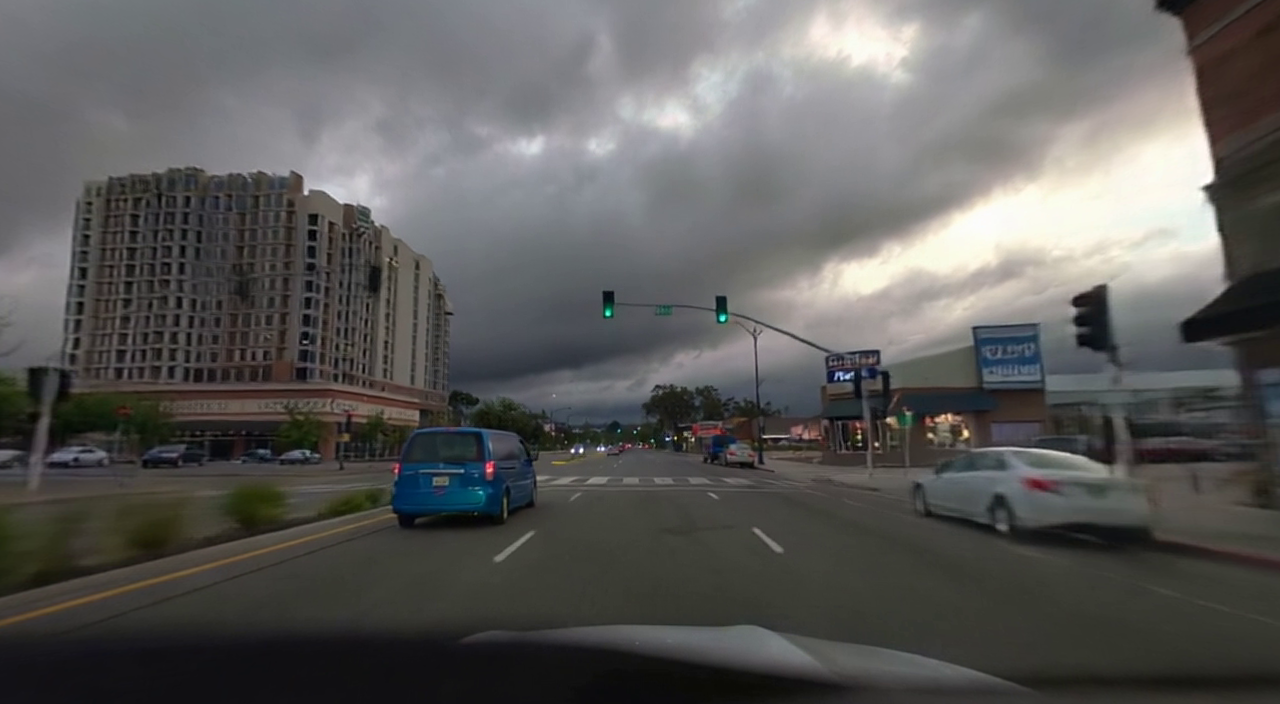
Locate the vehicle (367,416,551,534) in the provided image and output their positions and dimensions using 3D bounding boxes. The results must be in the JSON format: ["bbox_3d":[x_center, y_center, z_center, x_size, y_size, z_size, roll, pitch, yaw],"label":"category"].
[{"bbox_3d":[-2.944,2.098,11.210,2.080,1.722,3.766,0,-8,1],"label":"vehicle"}]

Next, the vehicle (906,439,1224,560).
[{"bbox_3d":[6.485,2.246,10.498,1.967,1.534,4.683,0,-8,-1],"label":"vehicle"}]

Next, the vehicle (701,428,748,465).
[{"bbox_3d":[6.189,7.042,47.005,2.642,2.582,6.157,0,-8,0],"label":"vehicle"}]

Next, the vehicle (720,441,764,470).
[{"bbox_3d":[6.388,6.536,39.944,1.942,1.753,4.912,0,-8,0],"label":"vehicle"}]
